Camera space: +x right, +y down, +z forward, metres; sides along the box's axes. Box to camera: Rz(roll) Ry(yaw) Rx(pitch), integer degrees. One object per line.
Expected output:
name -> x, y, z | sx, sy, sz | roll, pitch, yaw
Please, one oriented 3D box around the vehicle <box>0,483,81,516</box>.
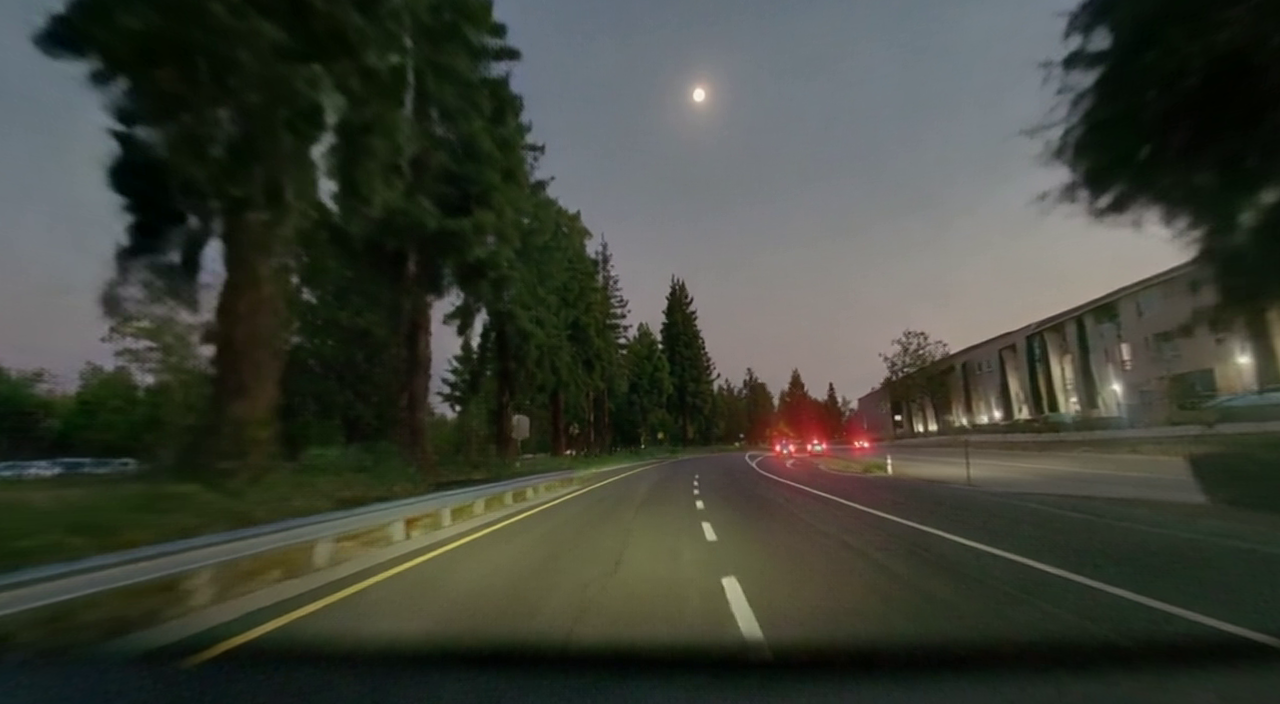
vehicle -> -34.205, 8.224, 35.117 | 1.842, 1.584, 4.567 | -6, -11, 6
